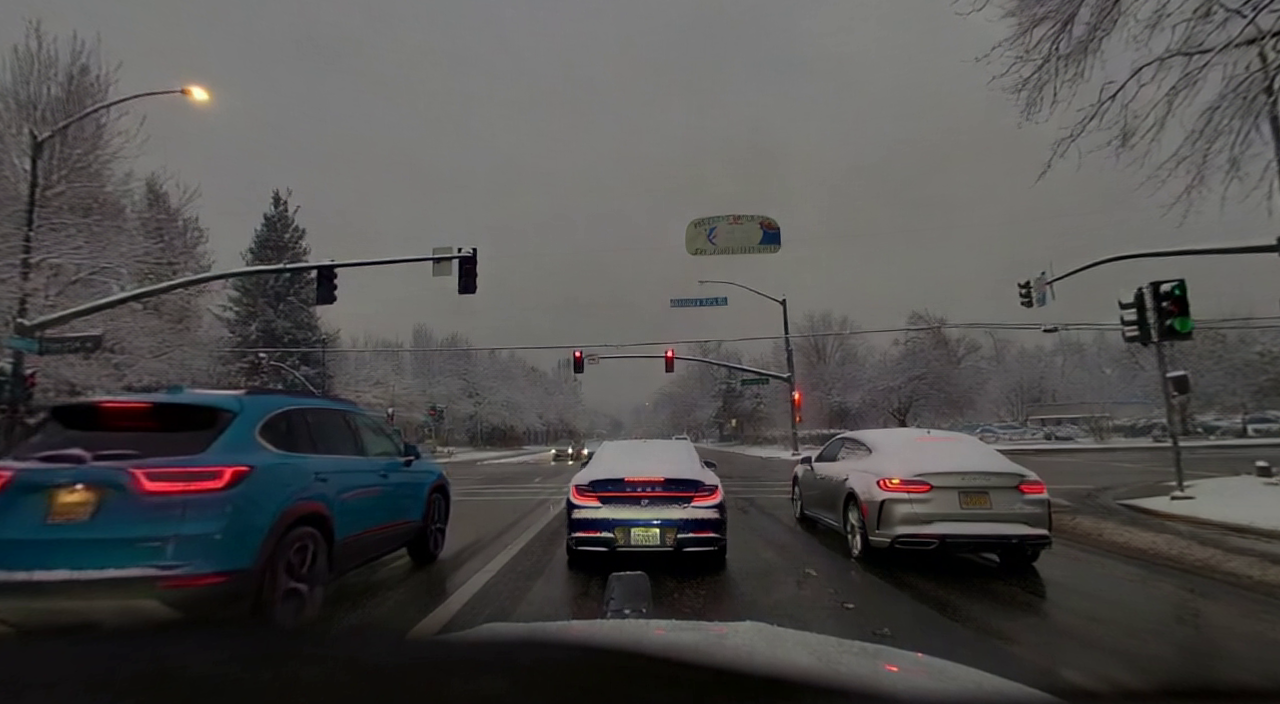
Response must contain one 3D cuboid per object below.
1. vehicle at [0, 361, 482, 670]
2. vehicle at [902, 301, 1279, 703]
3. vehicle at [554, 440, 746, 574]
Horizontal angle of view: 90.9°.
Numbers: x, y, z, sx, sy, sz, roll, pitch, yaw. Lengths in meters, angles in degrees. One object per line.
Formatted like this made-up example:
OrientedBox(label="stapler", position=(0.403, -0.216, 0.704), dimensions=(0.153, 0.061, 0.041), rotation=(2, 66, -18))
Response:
OrientedBox(label="vehicle", position=(-3.236, 1.295, 6.135), dimensions=(2.061, 1.781, 4.842), rotation=(0, -8, 1))
OrientedBox(label="vehicle", position=(3.100, 0.804, 2.532), dimensions=(2.143, 1.759, 4.531), rotation=(0, -8, 0))
OrientedBox(label="vehicle", position=(0.114, 1.869, 8.398), dimensions=(1.945, 1.343, 3.827), rotation=(0, -8, 0))
